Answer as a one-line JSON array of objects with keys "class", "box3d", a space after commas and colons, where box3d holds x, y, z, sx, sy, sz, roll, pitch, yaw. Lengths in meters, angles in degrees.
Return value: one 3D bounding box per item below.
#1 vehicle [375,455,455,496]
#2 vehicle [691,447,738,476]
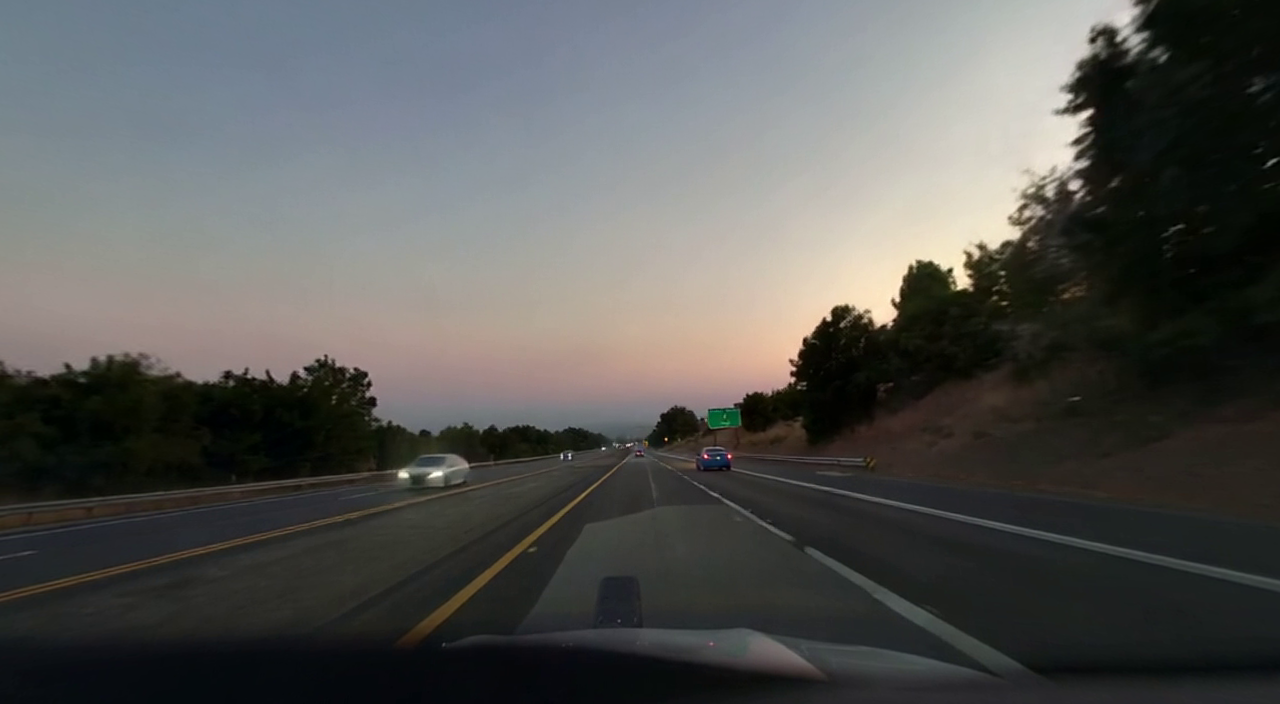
[{"class": "vehicle", "box3d": [-9.585, 5.253, 27.073, 1.860, 1.551, 4.442, 0, -9, -1]}, {"class": "vehicle", "box3d": [4.013, 5.945, 34.342, 1.981, 1.440, 4.125, 0, -9, -1]}]
